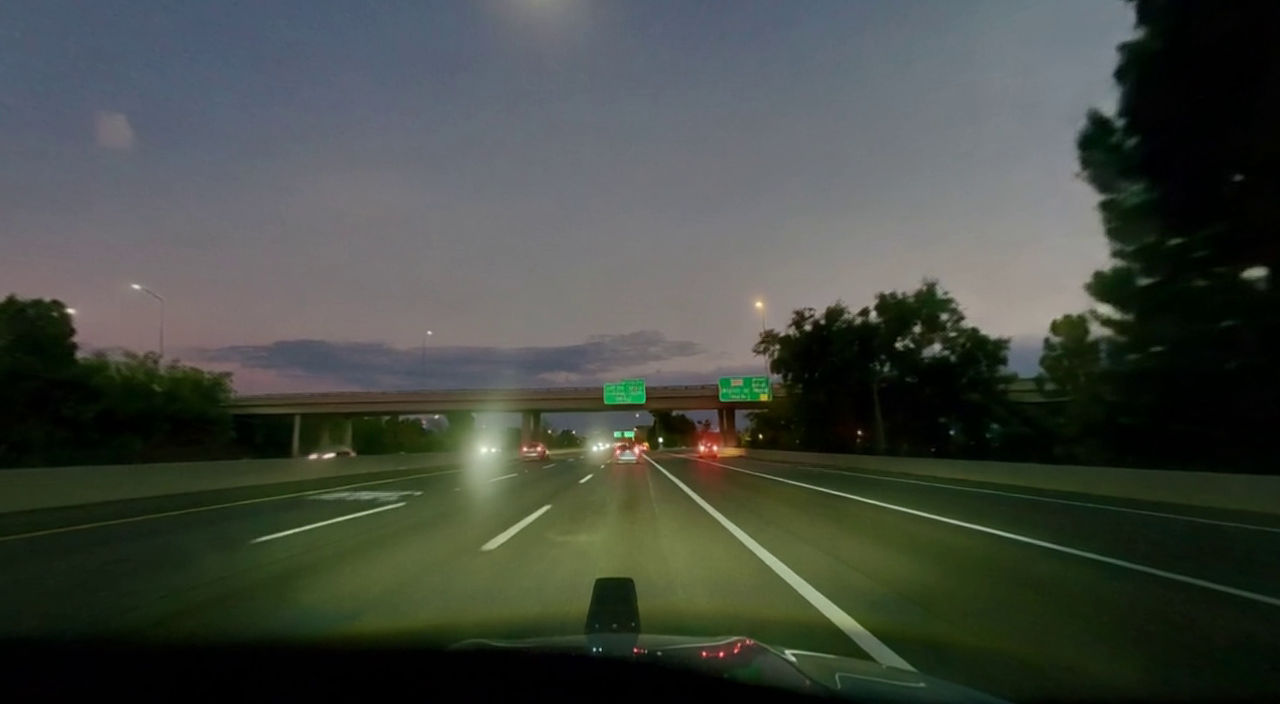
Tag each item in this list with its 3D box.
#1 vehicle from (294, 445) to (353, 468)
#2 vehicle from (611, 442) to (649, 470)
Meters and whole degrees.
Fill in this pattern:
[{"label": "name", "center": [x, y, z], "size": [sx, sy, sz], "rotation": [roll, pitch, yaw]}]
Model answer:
[{"label": "vehicle", "center": [-24.802, 8.166, 49.745], "size": [1.978, 1.665, 5.327], "rotation": [-1, -8, -2]}, {"label": "vehicle", "center": [-0.608, 5.872, 35.794], "size": [2.012, 1.471, 4.059], "rotation": [0, -8, -2]}]
